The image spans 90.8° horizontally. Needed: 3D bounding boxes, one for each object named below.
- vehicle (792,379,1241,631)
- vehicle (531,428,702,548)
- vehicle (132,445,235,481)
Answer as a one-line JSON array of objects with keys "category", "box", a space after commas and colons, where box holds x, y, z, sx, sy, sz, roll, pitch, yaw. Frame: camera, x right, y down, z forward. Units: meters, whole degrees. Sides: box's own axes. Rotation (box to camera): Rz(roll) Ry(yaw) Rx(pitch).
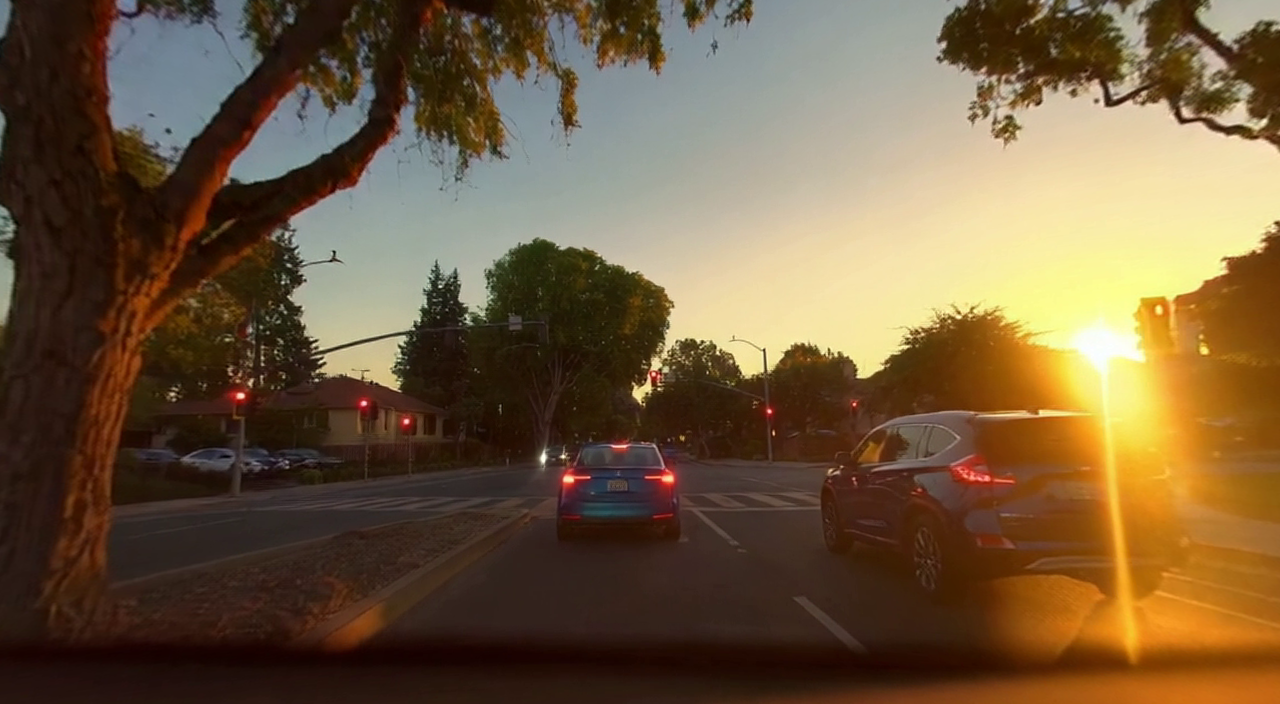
[{"category": "vehicle", "box": [3.195, 1.403, 6.718, 2.046, 1.768, 4.370, 0, -9, 0]}, {"category": "vehicle", "box": [-0.328, 2.091, 10.468, 2.177, 1.512, 4.682, 0, -9, -1]}, {"category": "vehicle", "box": [-28.581, 6.934, 39.795, 4.943, 2.110, 2.217, 5, -10, -32]}]
